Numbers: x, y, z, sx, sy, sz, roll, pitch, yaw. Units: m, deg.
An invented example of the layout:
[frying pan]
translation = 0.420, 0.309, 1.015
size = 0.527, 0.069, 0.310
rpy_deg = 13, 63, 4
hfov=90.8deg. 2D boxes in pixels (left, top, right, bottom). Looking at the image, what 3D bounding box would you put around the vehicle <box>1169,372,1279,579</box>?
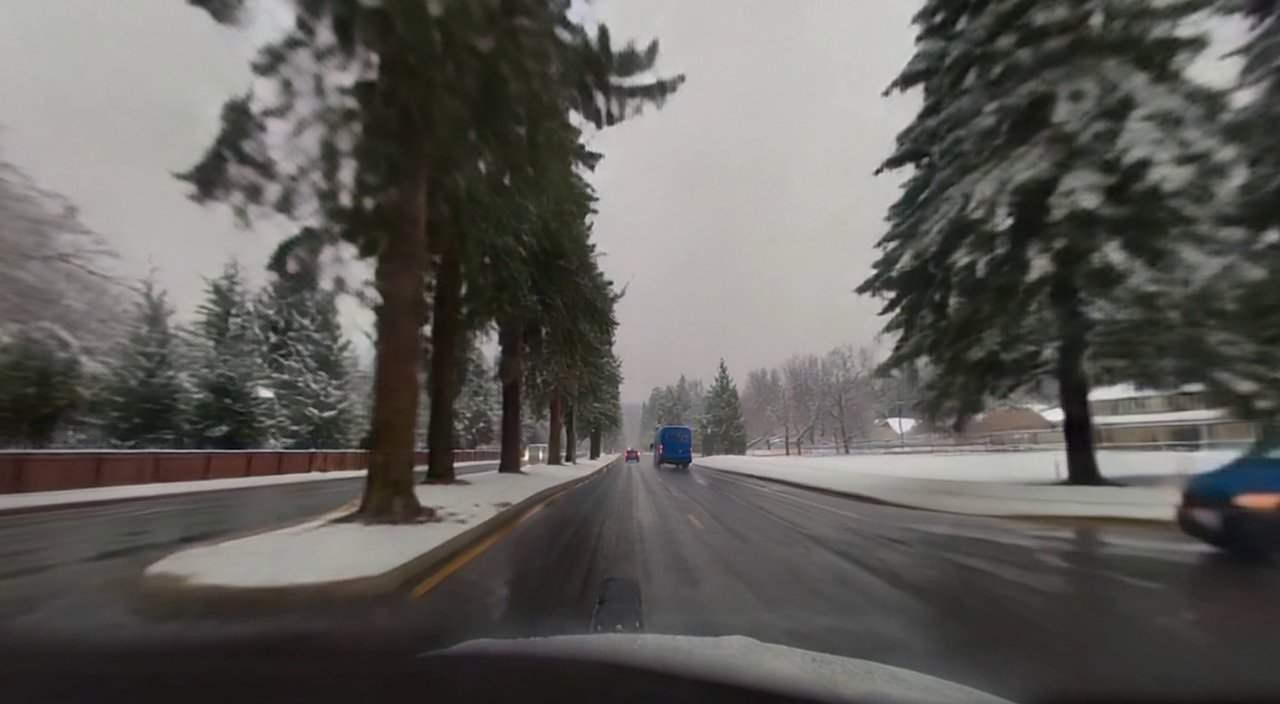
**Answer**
[vehicle]
translation = 9.210, 1.304, 6.632
size = 4.990, 2.142, 2.488
rpy_deg = 0, -8, 0
